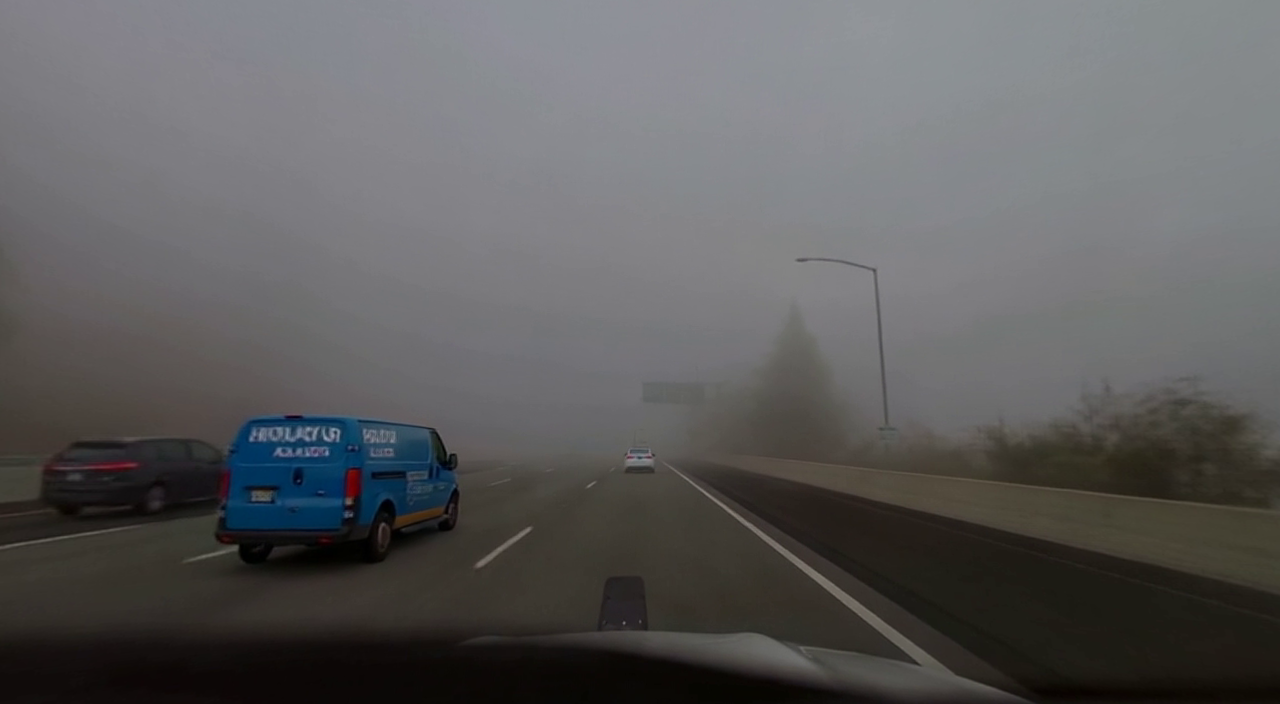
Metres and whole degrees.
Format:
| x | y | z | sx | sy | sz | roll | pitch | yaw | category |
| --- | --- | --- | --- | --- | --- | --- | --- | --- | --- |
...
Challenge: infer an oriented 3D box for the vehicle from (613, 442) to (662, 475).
| x | y | z | sx | sy | sz | roll | pitch | yaw | category |
| --- | --- | --- | --- | --- | --- | --- | --- | --- | --- |
| -0.093 | 5.149 | 30.611 | 2.238 | 1.479 | 3.672 | 0 | -9 | 0 | vehicle |

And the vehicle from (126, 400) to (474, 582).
| x | y | z | sx | sy | sz | roll | pitch | yaw | category |
| --- | --- | --- | --- | --- | --- | --- | --- | --- | --- |
| -4.157 | 1.806 | 9.049 | 2.174 | 1.862 | 5.012 | 0 | -9 | 0 | vehicle |

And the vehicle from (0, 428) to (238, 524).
| x | y | z | sx | sy | sz | roll | pitch | yaw | category |
| --- | --- | --- | --- | --- | --- | --- | --- | --- | --- |
| -11.697 | 2.656 | 14.077 | 2.150 | 1.746 | 4.910 | 0 | -9 | 1 | vehicle |
